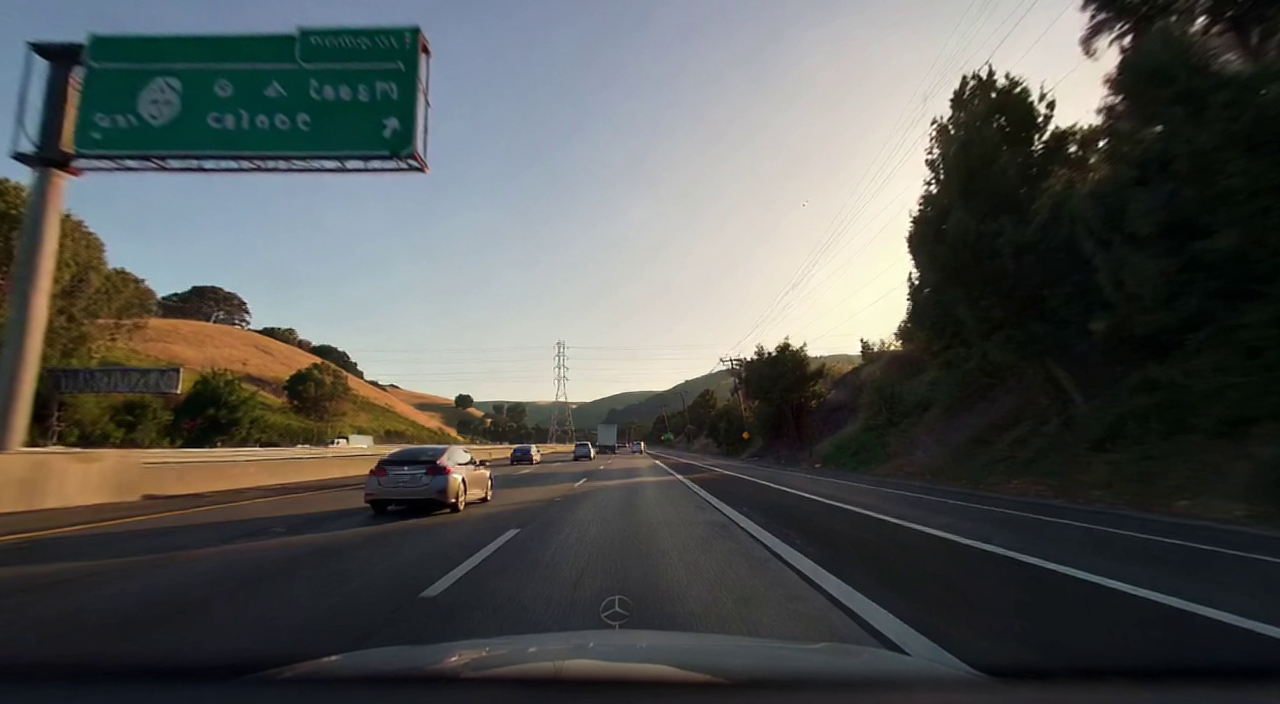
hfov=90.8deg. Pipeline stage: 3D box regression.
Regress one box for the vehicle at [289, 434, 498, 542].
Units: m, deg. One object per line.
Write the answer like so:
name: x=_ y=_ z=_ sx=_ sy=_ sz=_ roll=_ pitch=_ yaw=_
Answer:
vehicle: x=-4.051 y=2.295 z=11.368 sx=1.963 sy=1.533 sz=4.477 roll=0 pitch=-9 yaw=0

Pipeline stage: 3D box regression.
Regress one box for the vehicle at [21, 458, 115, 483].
vehicle: x=-38.674 y=8.002 z=42.911 sx=1.941 sy=1.510 sz=4.790 roll=0 pitch=-9 yaw=-1

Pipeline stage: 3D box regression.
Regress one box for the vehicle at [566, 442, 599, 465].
vehicle: x=-4.060 y=7.245 z=45.111 sx=2.038 sy=1.533 sz=4.103 roll=0 pitch=-9 yaw=-1
